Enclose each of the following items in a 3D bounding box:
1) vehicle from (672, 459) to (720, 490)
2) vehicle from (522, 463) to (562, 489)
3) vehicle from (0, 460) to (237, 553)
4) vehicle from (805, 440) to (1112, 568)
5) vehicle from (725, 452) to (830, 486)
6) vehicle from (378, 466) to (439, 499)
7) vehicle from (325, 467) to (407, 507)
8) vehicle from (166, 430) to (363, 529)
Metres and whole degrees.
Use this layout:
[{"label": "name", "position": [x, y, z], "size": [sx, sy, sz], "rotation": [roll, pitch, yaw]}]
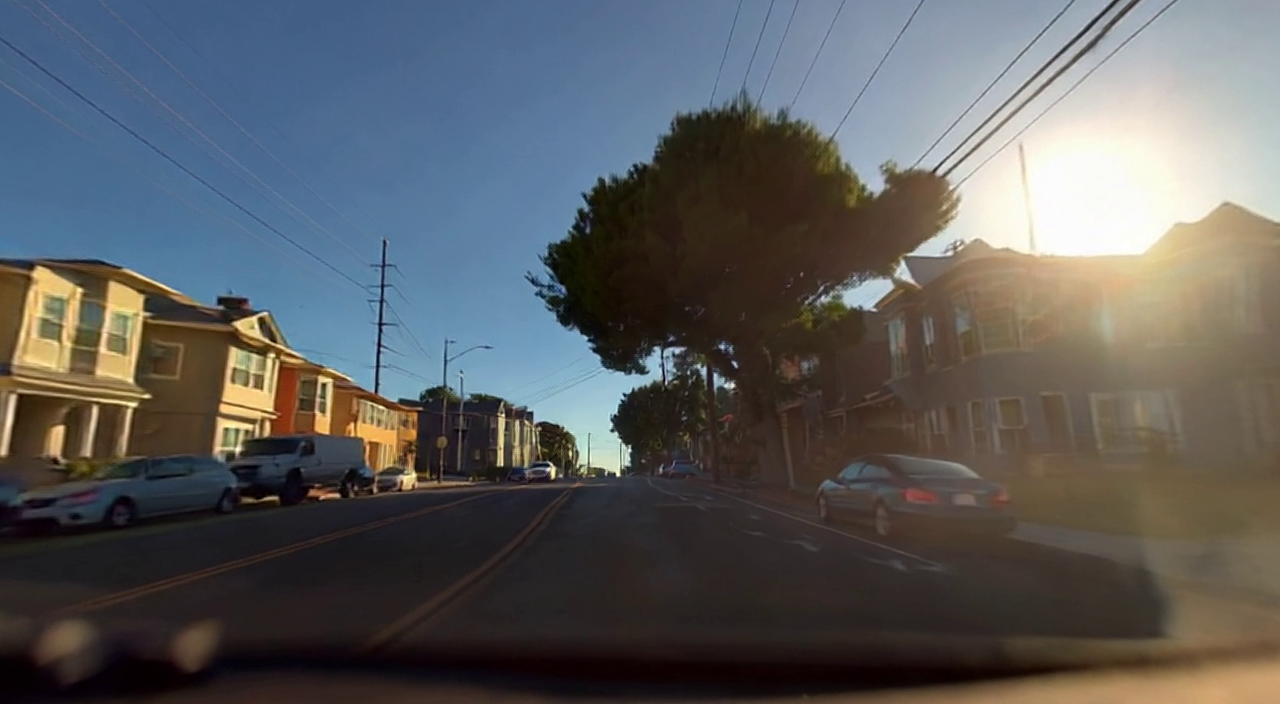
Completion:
[{"label": "vehicle", "position": [3.051, 6.814, 35.413], "size": [1.917, 1.434, 4.733], "rotation": [-1, -9, -4]}, {"label": "vehicle", "position": [-6.359, 8.075, 41.411], "size": [2.205, 1.480, 4.366], "rotation": [0, -9, -3]}, {"label": "vehicle", "position": [-10.849, 3.140, 13.526], "size": [1.826, 1.455, 4.475], "rotation": [-2, -9, -5]}, {"label": "vehicle", "position": [4.486, 2.196, 10.056], "size": [2.059, 1.502, 4.824], "rotation": [1, -9, -5]}, {"label": "vehicle", "position": [8.554, 7.252, 39.546], "size": [5.925, 1.898, 2.475], "rotation": [-5, -10, 32]}, {"label": "vehicle", "position": [-11.877, 6.697, 32.690], "size": [1.936, 1.516, 3.647], "rotation": [1, -9, -4]}, {"label": "vehicle", "position": [-11.551, 5.700, 26.962], "size": [1.742, 1.415, 4.566], "rotation": [1, -9, -4]}, {"label": "vehicle", "position": [-11.112, 3.782, 19.547], "size": [2.687, 2.491, 5.936], "rotation": [-1, -9, -3]}]
